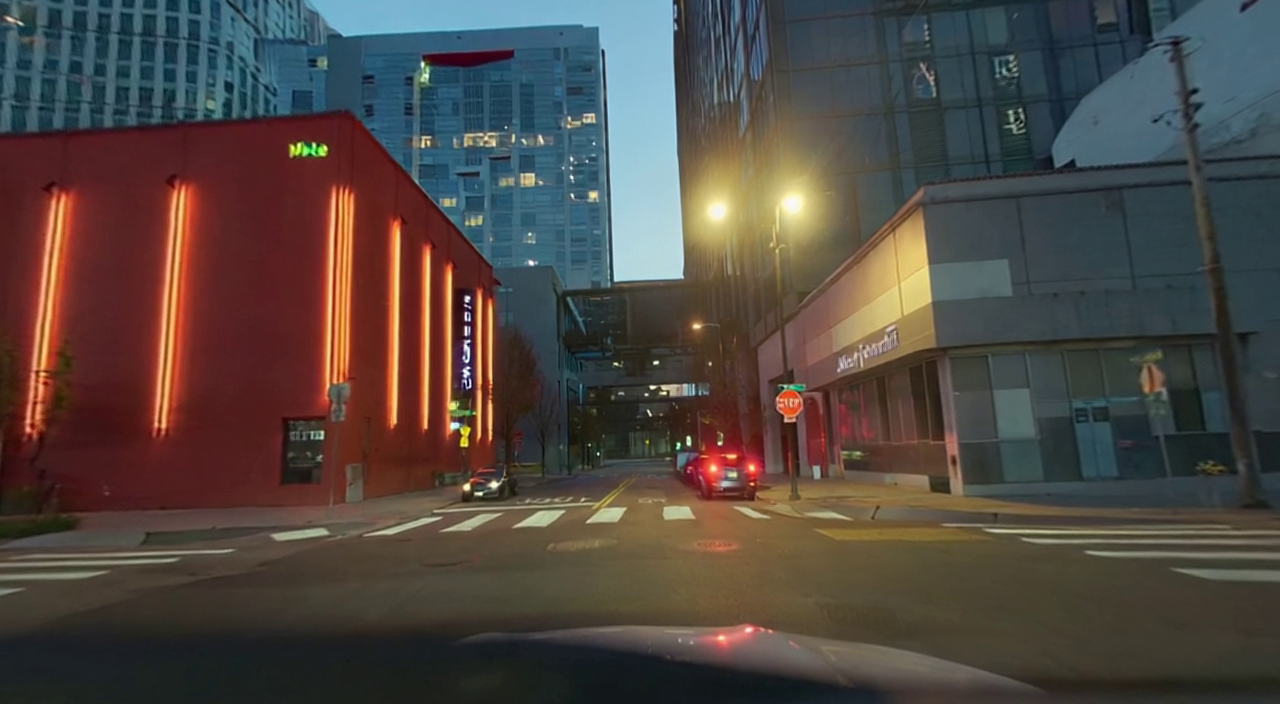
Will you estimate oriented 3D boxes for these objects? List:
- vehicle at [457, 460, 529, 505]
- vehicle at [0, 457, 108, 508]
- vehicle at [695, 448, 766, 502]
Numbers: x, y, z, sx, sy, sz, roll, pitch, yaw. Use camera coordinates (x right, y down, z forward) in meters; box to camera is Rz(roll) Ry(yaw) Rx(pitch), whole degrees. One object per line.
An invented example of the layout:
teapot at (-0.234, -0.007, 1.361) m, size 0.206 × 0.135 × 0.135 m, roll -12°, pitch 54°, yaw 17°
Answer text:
vehicle at (-5.449, 4.852, 23.879) m, size 1.864 × 1.447 × 3.887 m, roll 0°, pitch -8°, yaw -2°
vehicle at (-28.062, 6.138, 30.165) m, size 1.665 × 1.432 × 4.120 m, roll 7°, pitch -1°, yaw 0°
vehicle at (3.111, 4.321, 22.642) m, size 1.917 × 1.680 × 4.500 m, roll 0°, pitch -8°, yaw 0°
